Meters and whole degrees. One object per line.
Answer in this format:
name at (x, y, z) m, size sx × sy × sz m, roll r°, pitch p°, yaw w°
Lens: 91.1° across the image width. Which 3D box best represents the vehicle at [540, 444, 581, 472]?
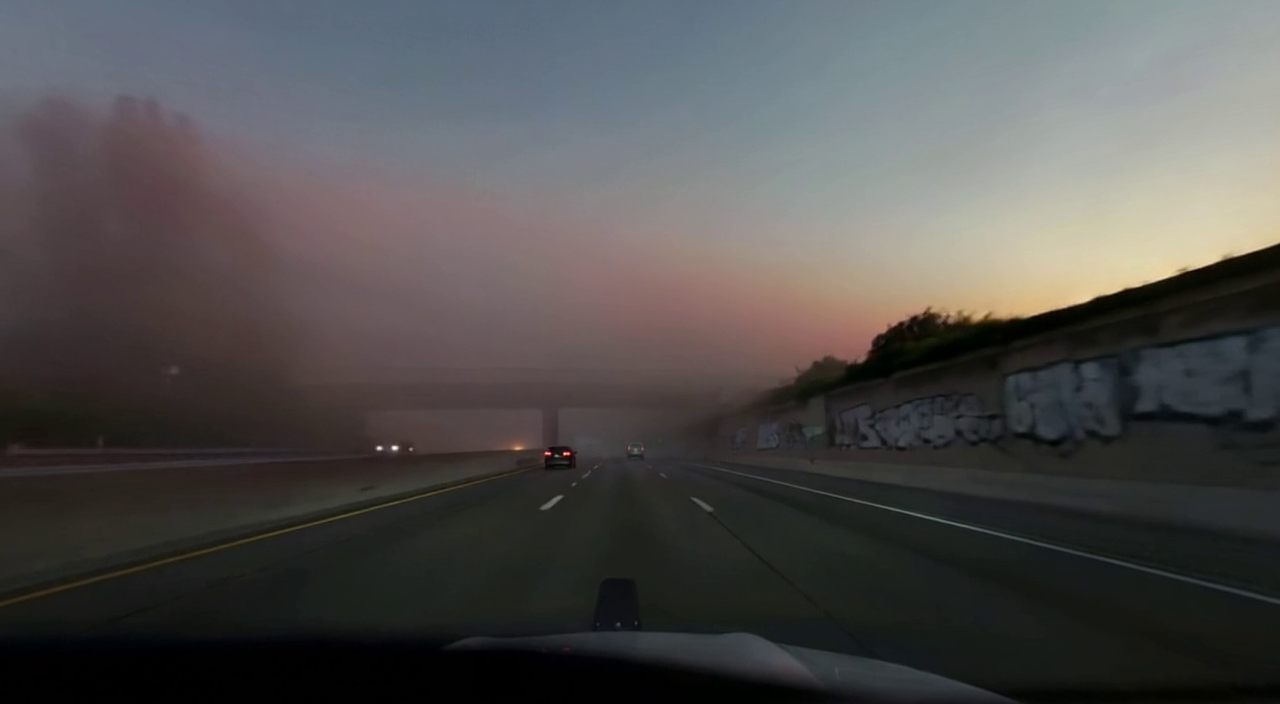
vehicle at (-4.366, 5.893, 35.004) m, size 1.871 × 1.459 × 3.771 m, roll 0°, pitch -9°, yaw -2°
